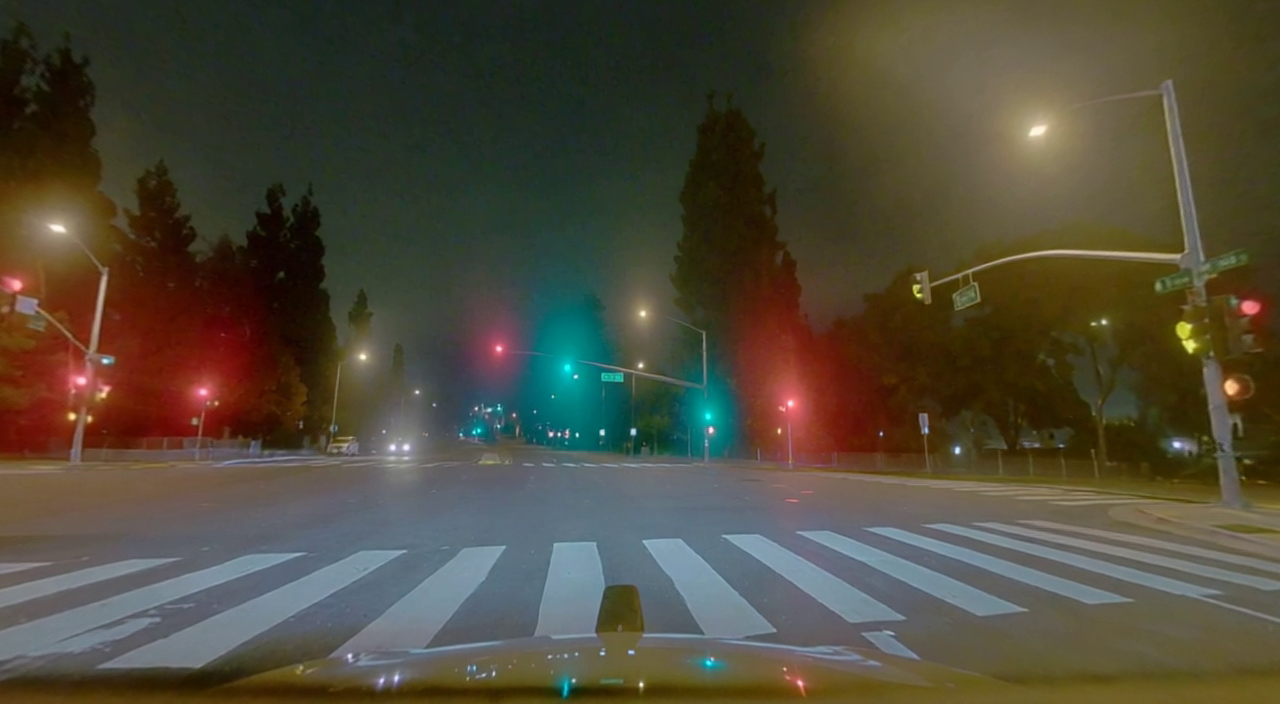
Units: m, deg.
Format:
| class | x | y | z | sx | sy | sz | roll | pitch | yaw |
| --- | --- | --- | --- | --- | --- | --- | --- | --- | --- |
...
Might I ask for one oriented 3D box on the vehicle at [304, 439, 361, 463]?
| class | x | y | z | sx | sy | sz | roll | pitch | yaw |
| --- | --- | --- | --- | --- | --- | --- | --- | --- | --- |
| vehicle | -19.769 | 6.392 | 40.786 | 1.918 | 1.432 | 4.433 | 1 | -9 | -7 |
